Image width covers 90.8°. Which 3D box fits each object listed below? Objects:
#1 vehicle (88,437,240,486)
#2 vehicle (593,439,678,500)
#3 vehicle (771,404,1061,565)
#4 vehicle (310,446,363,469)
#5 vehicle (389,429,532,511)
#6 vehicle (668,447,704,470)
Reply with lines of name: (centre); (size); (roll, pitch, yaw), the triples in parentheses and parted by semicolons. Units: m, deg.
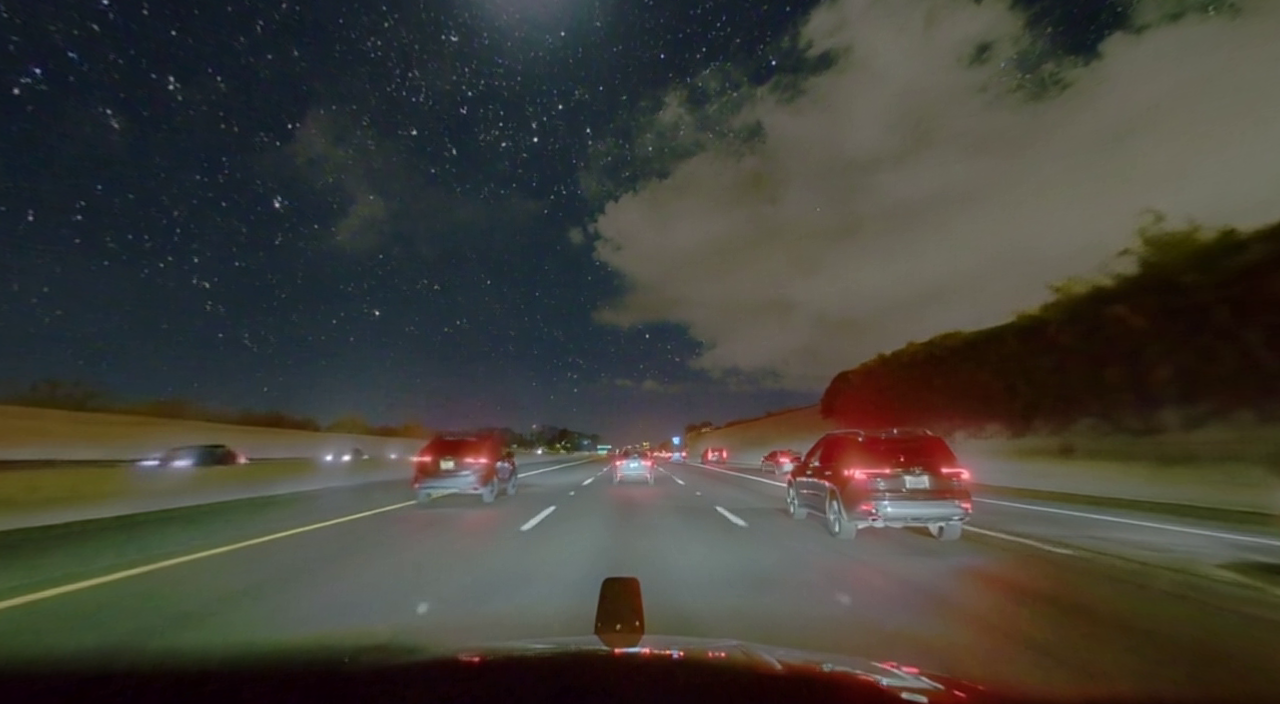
vehicle: (-18.183, 4.185, 24.526); (2.137, 1.682, 4.908); (0, -9, -2)
vehicle: (-0.160, 3.190, 17.537); (2.098, 1.475, 3.997); (0, -9, -2)
vehicle: (3.630, 1.852, 9.574); (2.162, 1.800, 4.693); (0, -9, -1)
vehicle: (-22.250, 7.698, 46.504); (1.843, 1.590, 4.344); (0, -9, -2)
vehicle: (-4.331, 2.945, 16.287); (2.218, 1.776, 5.031); (0, -9, 0)
vehicle: (3.116, 7.302, 43.649); (1.998, 1.490, 4.296); (0, -9, -3)
